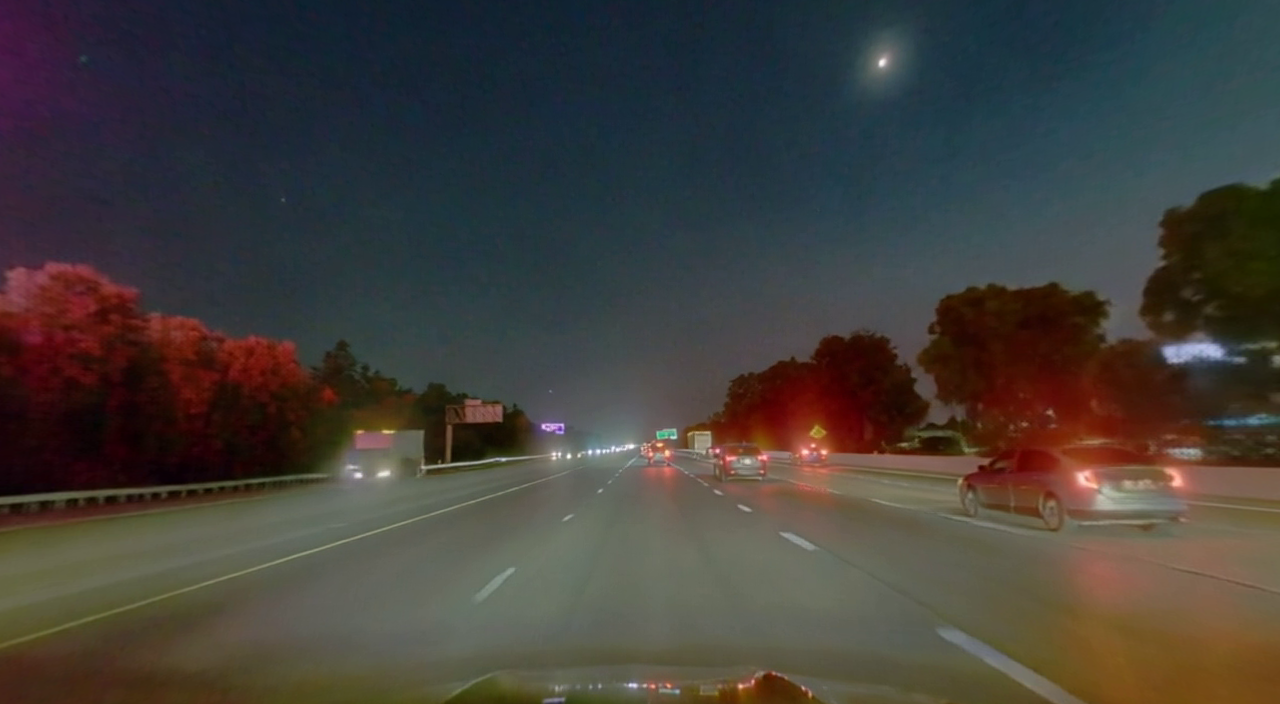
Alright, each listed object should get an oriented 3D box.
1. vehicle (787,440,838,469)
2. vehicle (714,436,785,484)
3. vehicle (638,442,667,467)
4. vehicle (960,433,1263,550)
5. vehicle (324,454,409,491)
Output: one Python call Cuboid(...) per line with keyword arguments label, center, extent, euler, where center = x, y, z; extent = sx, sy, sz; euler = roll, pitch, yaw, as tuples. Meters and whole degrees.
Cuboid(label="vehicle", center=(11.429, 6.832, 42.119), extent=(2.028, 1.801, 4.503), euler=(0, -8, -1))
Cuboid(label="vehicle", center=(4.529, 4.538, 26.825), extent=(2.075, 1.845, 4.667), euler=(0, -8, -1))
Cuboid(label="vehicle", center=(0.913, 7.799, 48.220), extent=(2.145, 1.832, 4.004), euler=(0, -8, 0))
Cuboid(label="vehicle", center=(7.494, 2.200, 10.753), extent=(1.807, 1.558, 4.352), euler=(0, -8, 0))
Cuboid(label="vehicle", center=(-13.042, 5.761, 30.430), extent=(1.906, 1.533, 4.731), euler=(0, -8, 1))
